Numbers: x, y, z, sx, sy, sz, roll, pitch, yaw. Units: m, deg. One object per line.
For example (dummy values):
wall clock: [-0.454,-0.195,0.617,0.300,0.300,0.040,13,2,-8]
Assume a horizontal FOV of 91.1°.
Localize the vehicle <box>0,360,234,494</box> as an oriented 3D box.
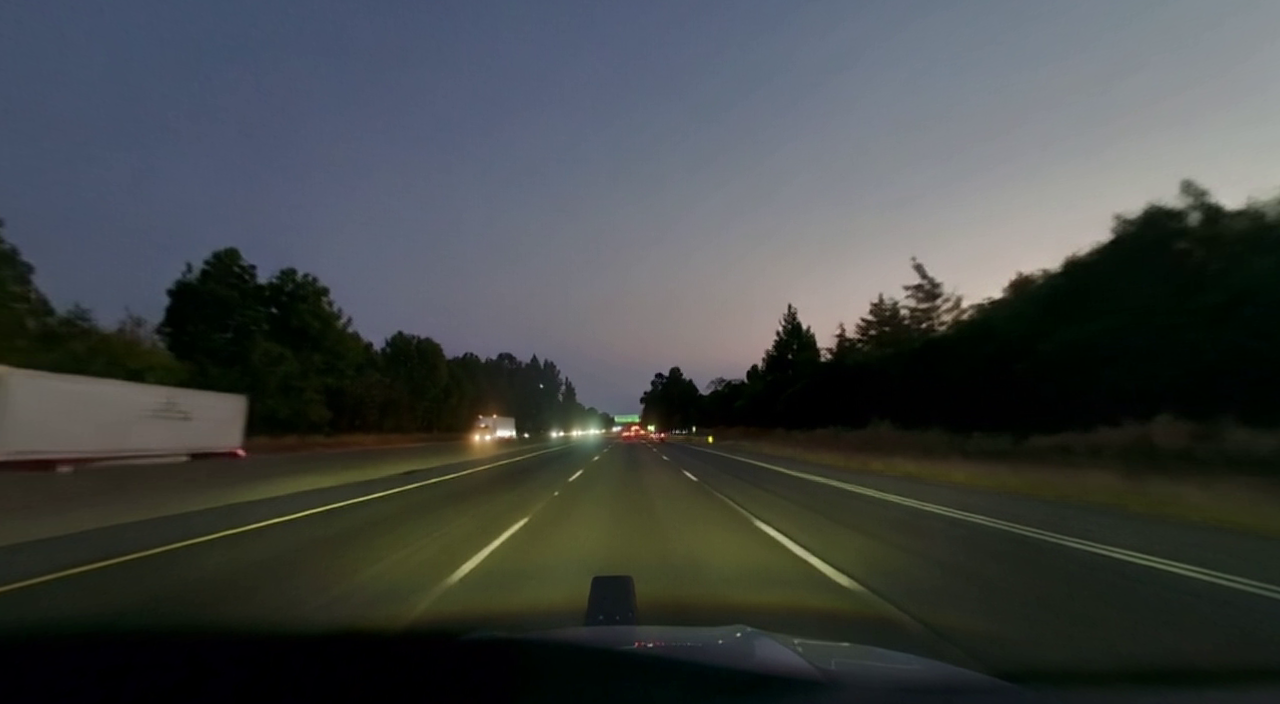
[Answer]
vehicle: [-21.008,2.816,23.076,2.909,4.050,14.324,0,-8,-1]
